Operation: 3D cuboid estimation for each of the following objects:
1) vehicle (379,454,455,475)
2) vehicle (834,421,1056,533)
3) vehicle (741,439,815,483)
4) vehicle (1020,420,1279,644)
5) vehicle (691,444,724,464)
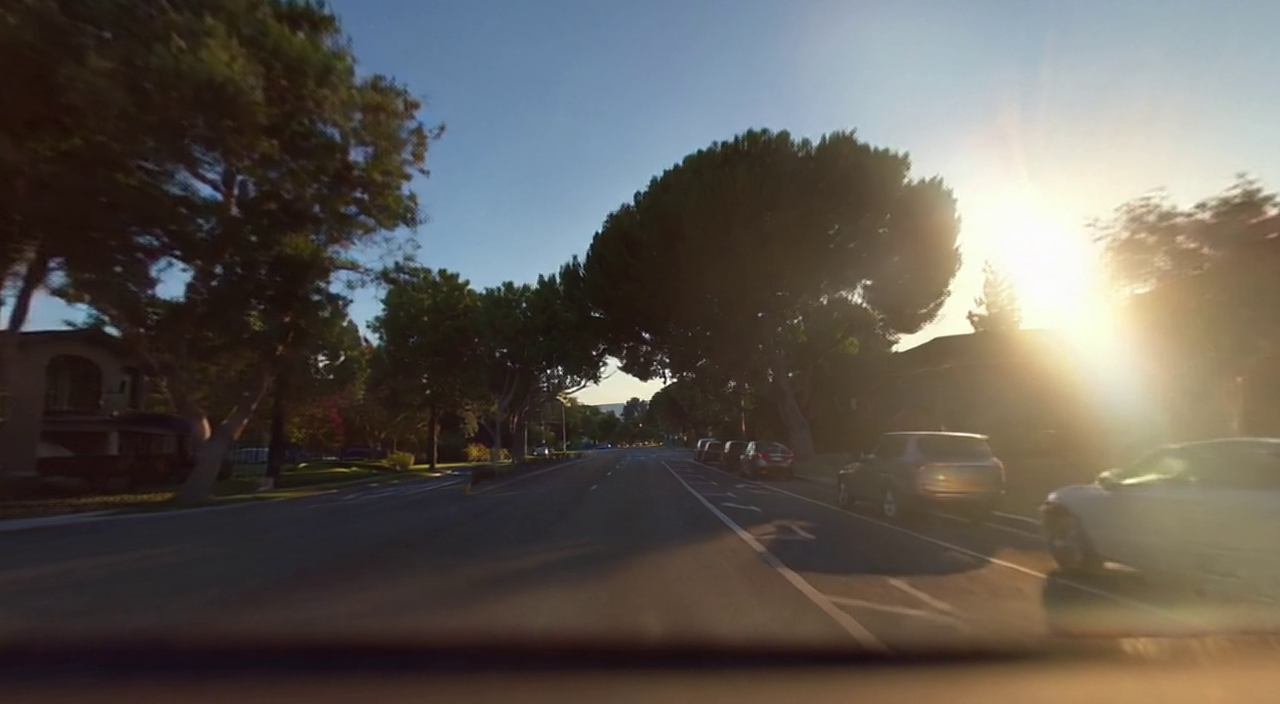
[{"bbox_3d":[-16.372,8.251,46.499,4.826,1.491,2.086,0,-8,-2],"label":"vehicle"},{"bbox_3d":[5.349,2.233,11.864,1.990,1.694,4.179,0,-8,-1],"label":"vehicle"},{"bbox_3d":[5.221,4.176,24.462,1.837,1.532,3.886,0,-8,-2],"label":"vehicle"},{"bbox_3d":[5.432,1.331,5.161,1.974,1.548,4.160,-3,-9,0],"label":"vehicle"},{"bbox_3d":[4.994,7.588,47.051,1.935,1.433,4.241,0,-8,-1],"label":"vehicle"}]
